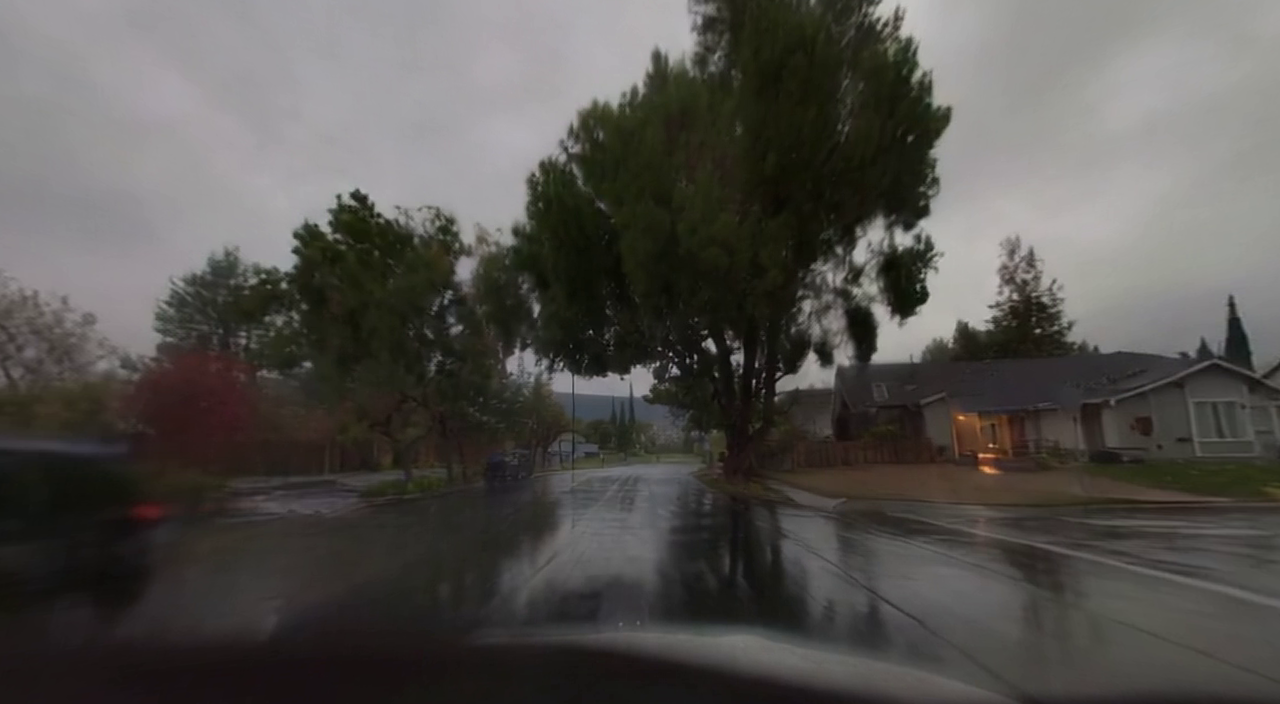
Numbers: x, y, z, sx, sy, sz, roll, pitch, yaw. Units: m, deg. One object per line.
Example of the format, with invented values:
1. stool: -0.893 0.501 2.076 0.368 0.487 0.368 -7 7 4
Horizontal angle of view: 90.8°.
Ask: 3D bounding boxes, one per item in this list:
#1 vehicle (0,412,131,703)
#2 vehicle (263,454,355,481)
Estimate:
1. vehicle: -4.590 0.984 2.270 2.025 1.660 4.151 0 -9 0
2. vehicle: -19.487 6.809 37.333 4.373 1.464 1.917 1 -10 -11
